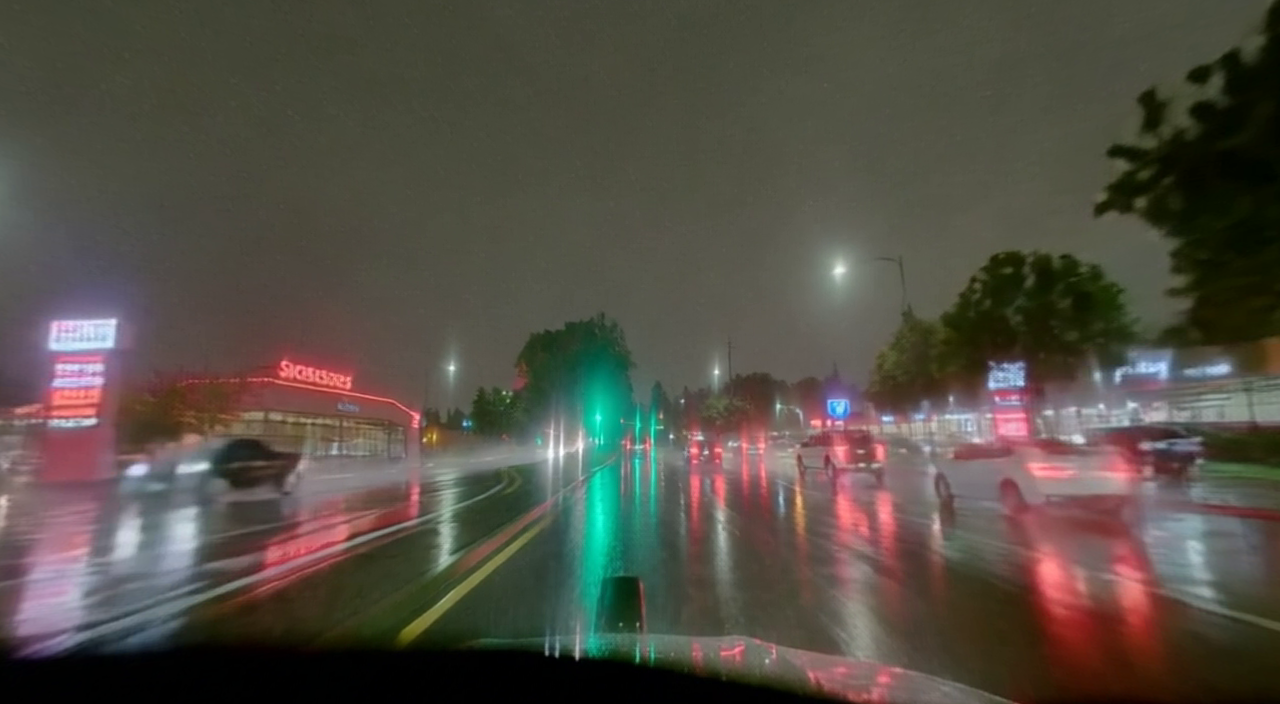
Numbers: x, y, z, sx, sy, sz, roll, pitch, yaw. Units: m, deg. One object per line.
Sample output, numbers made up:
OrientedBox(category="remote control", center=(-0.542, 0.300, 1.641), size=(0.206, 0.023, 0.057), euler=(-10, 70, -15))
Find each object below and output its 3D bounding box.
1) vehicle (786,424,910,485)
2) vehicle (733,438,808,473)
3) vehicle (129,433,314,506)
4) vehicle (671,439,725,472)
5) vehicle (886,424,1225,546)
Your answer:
OrientedBox(category="vehicle", center=(6.873, 3.447, 21.596), size=(2.268, 1.822, 5.038), euler=(0, -8, -3))
OrientedBox(category="vehicle", center=(6.024, 4.813, 29.814), size=(2.072, 1.491, 4.753), euler=(1, -8, -6))
OrientedBox(category="vehicle", center=(-11.755, 3.293, 18.278), size=(2.102, 1.793, 4.694), euler=(0, -8, 0))
OrientedBox(category="vehicle", center=(2.715, 4.963, 30.588), size=(2.099, 1.463, 4.365), euler=(0, -8, -1))
OrientedBox(category="vehicle", center=(6.113, 1.998, 10.318), size=(2.150, 1.485, 4.919), euler=(0, -8, -1))
